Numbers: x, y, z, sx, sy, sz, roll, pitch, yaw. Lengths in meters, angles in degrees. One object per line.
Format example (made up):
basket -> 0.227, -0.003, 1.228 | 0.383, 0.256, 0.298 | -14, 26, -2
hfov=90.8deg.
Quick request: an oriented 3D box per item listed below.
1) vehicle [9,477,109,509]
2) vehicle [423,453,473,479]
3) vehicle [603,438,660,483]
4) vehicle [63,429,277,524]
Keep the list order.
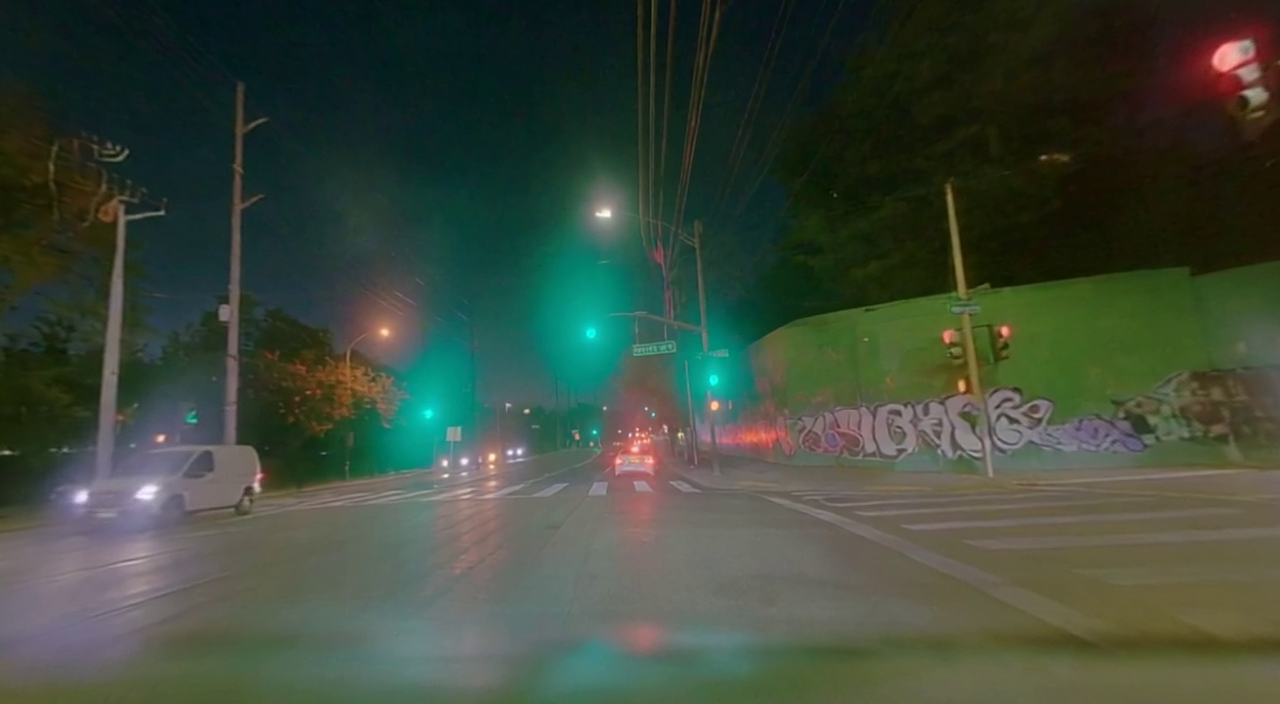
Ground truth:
vehicle -> -32.622, 7.901, 35.613 | 1.821, 1.468, 3.884 | -1, -8, 3
vehicle -> -13.084, 7.764, 43.336 | 1.992, 1.585, 4.375 | -1, -8, 0
vehicle -> -0.333, 4.316, 25.447 | 2.105, 1.611, 3.750 | -1, -8, -1
vehicle -> -15.757, 4.110, 21.956 | 2.356, 2.730, 6.606 | -1, -8, 0
